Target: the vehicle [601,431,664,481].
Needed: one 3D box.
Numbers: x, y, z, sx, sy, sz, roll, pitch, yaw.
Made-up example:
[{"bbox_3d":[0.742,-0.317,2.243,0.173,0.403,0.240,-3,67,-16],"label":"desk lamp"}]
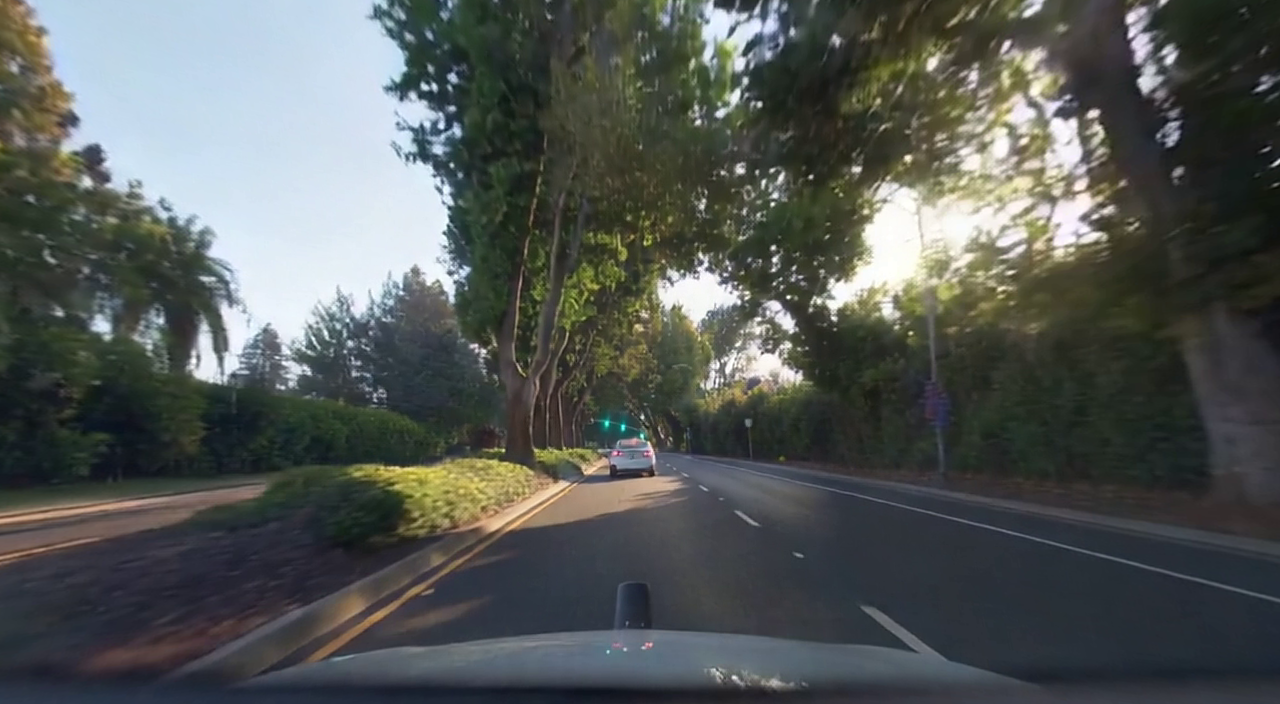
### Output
[{"bbox_3d":[-0.267,3.932,24.043,2.192,1.734,4.176,0,-8,0],"label":"vehicle"}]
